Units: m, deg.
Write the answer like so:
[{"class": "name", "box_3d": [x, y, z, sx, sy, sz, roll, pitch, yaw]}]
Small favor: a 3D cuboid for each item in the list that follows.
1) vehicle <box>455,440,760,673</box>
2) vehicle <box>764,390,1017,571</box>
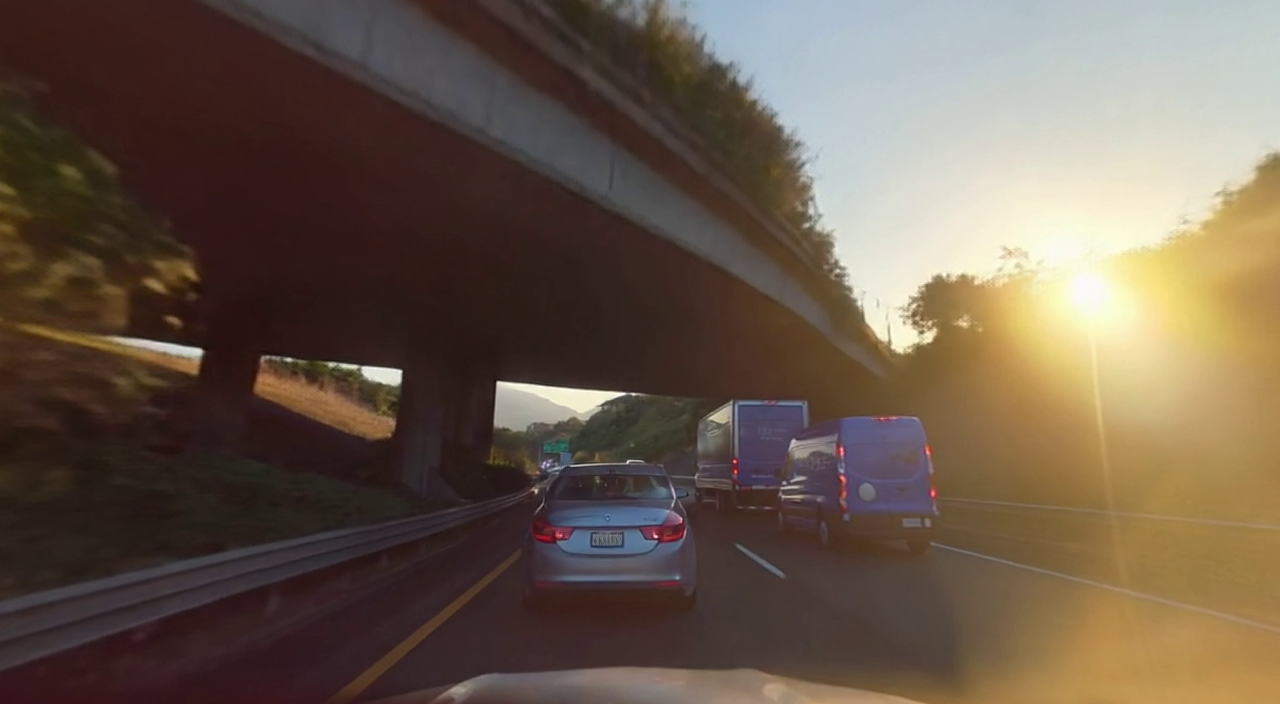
[{"class": "vehicle", "box_3d": [-0.248, 1.668, 5.906, 1.980, 1.493, 3.410, 1, -11, -2]}, {"class": "vehicle", "box_3d": [4.080, 2.314, 11.689, 2.328, 2.537, 5.290, 1, -11, -2]}]
